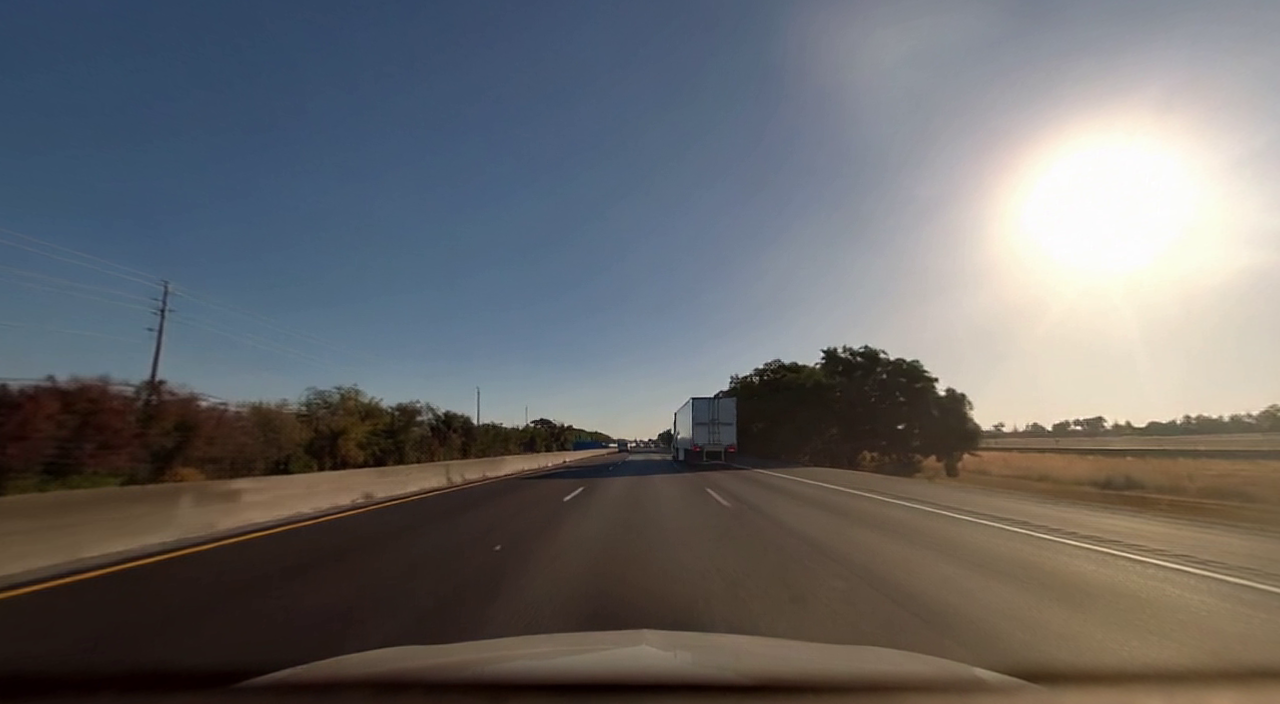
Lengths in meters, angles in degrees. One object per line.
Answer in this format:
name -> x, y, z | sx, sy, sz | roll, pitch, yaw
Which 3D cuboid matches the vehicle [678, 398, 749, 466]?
vehicle -> 4.808, 5.843, 44.656 | 3.485, 3.975, 14.489 | 0, -9, 1
